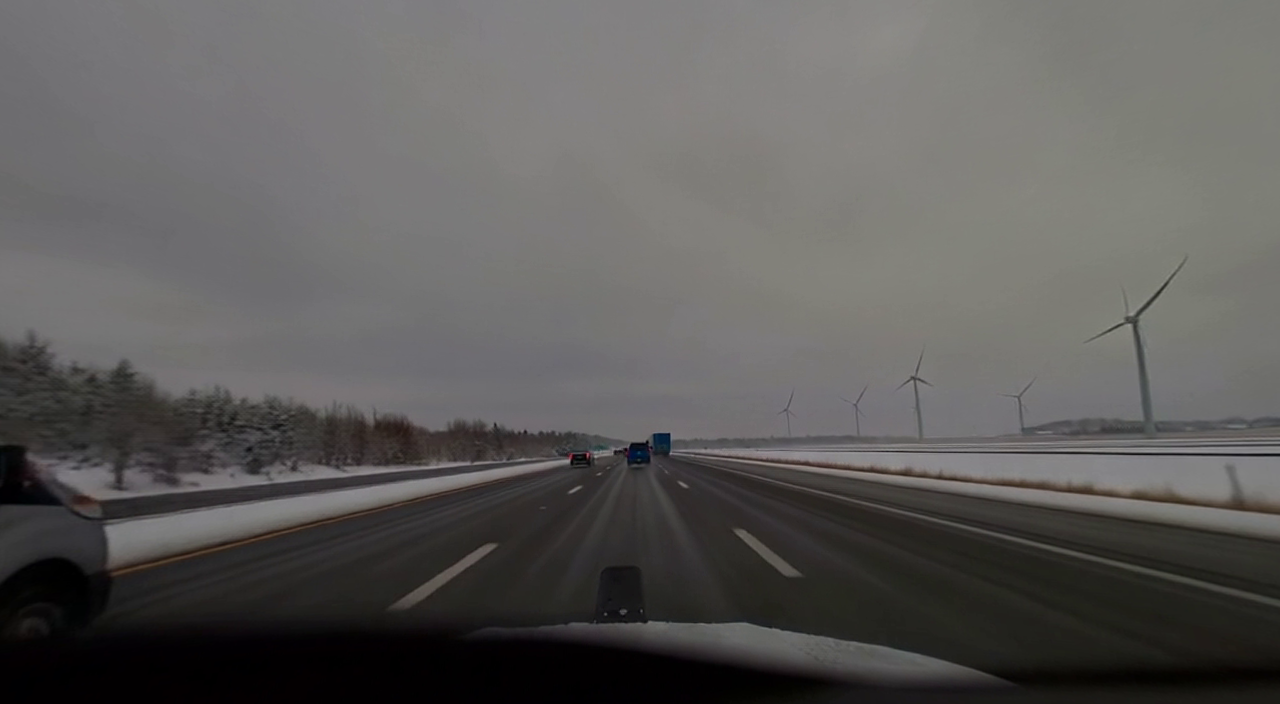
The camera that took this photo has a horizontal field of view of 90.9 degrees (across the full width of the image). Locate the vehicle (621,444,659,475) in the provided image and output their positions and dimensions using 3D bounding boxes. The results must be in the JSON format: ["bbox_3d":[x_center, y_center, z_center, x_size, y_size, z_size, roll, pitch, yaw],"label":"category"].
[{"bbox_3d":[-0.008,6.202,36.615,2.083,1.689,4.083,0,-9,0],"label":"vehicle"}]

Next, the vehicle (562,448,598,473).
[{"bbox_3d":[-3.901,7.182,41.908,1.984,1.491,4.341,0,-9,0],"label":"vehicle"}]
